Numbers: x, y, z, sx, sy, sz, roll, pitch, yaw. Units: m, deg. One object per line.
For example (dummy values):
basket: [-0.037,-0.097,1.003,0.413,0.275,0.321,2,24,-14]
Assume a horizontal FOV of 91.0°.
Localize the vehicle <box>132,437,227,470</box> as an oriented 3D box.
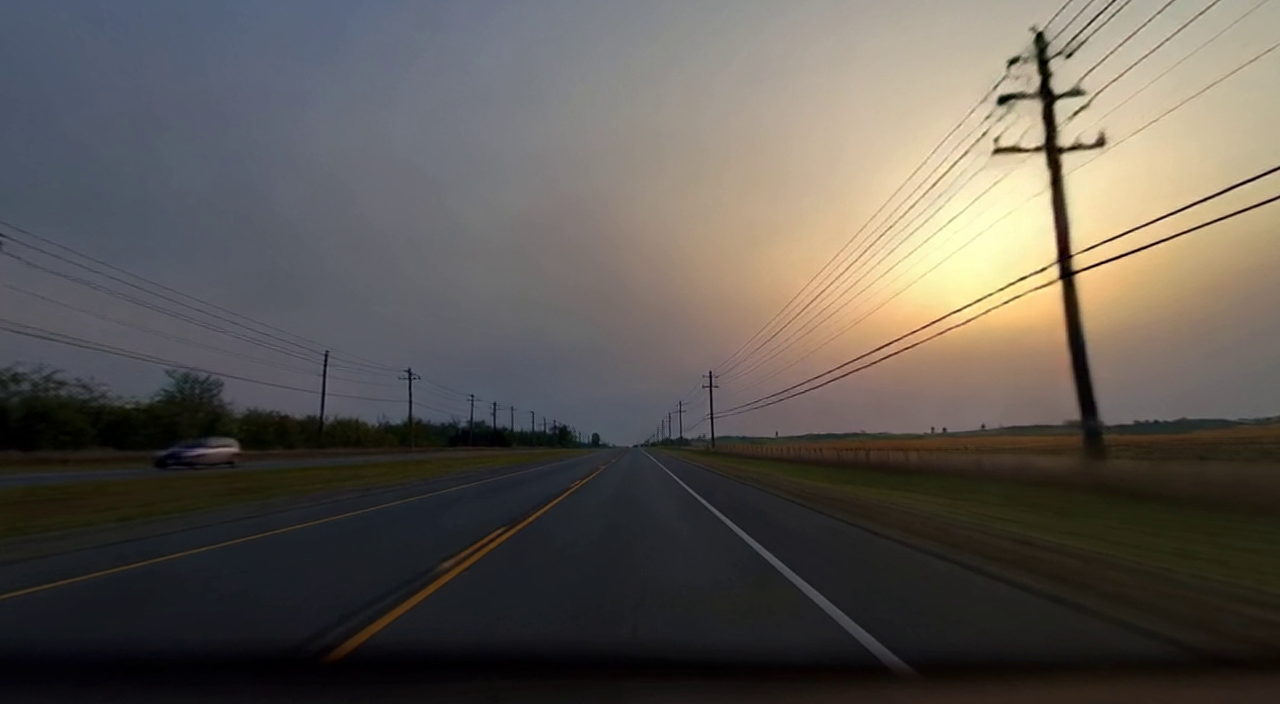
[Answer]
vehicle: [-25.139,5.565,34.617,1.895,1.642,4.415,0,-9,0]
